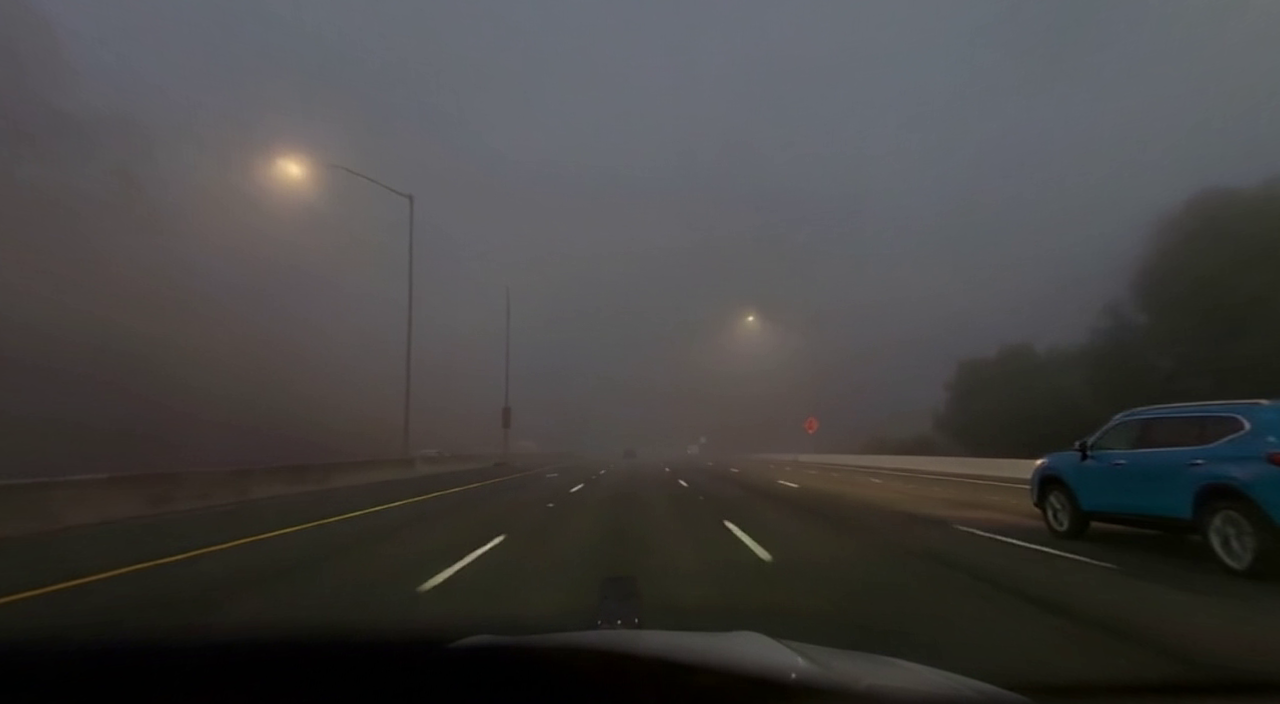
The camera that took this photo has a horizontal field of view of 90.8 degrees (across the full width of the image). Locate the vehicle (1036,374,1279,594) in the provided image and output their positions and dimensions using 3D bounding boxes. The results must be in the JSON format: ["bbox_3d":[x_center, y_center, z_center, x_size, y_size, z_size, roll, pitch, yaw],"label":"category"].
[{"bbox_3d":[6.711,1.301,6.501,2.222,1.899,4.595,0,-9,0],"label":"vehicle"}]

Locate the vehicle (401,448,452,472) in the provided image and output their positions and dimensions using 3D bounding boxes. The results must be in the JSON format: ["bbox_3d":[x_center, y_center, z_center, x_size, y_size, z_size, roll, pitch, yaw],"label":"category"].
[{"bbox_3d":[-14.130,7.134,42.016,1.880,1.467,4.331,0,-9,1],"label":"vehicle"}]
